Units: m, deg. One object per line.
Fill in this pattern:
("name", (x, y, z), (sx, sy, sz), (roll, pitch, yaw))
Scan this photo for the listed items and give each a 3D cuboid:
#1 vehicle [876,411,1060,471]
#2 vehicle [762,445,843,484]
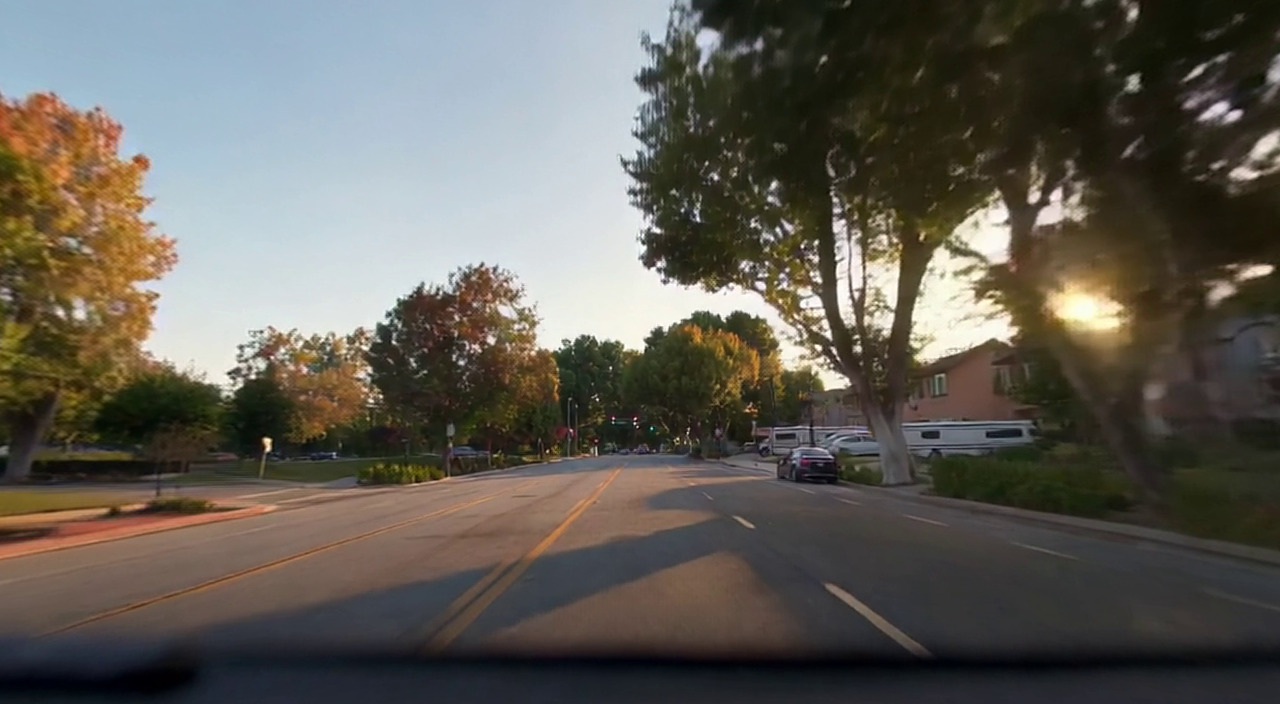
("vehicle", (17.449, 4.807, 34.102), (8.016, 2.965, 3.192), (-1, -8, 1))
("vehicle", (6.600, 4.597, 26.213), (1.993, 1.461, 4.269), (0, -9, -3))
